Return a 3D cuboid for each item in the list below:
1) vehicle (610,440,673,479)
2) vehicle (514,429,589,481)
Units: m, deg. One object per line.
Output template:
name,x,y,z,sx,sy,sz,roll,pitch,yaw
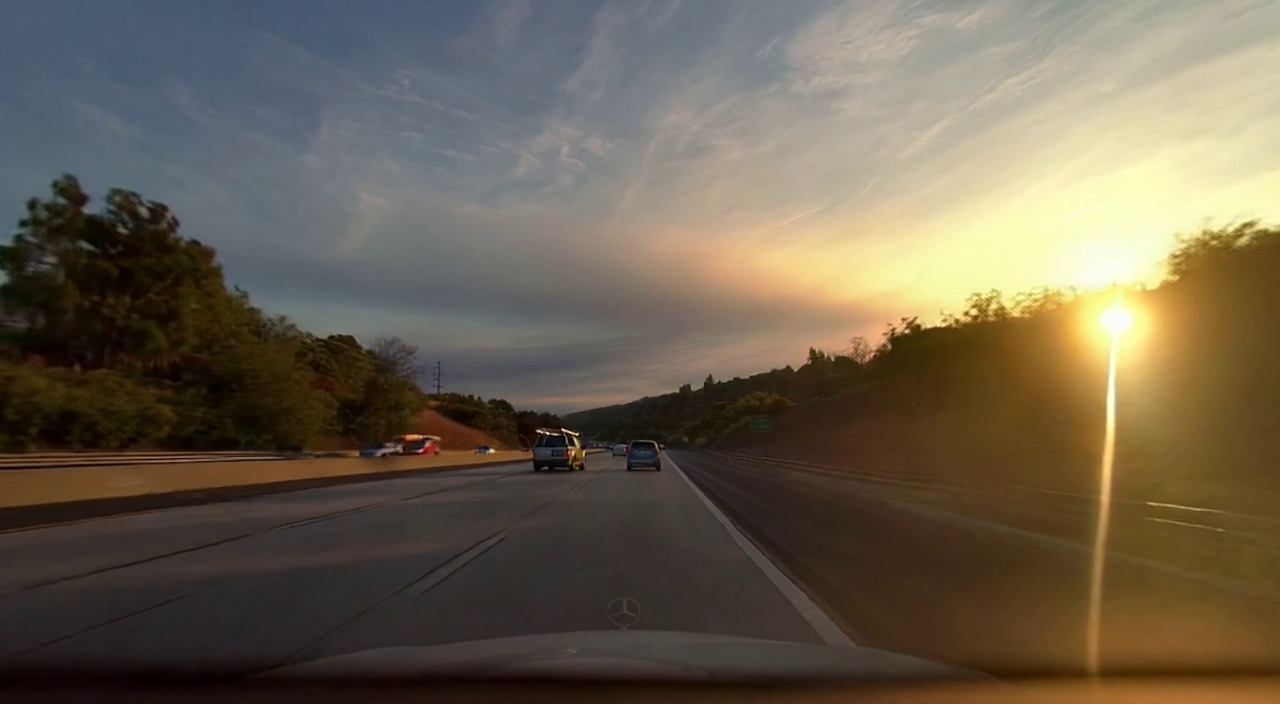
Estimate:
vehicle,0.165,5.032,29.785,2.715,1.669,5.163,0,-9,2
vehicle,-3.548,4.278,26.385,2.250,1.947,4.860,0,-9,2
